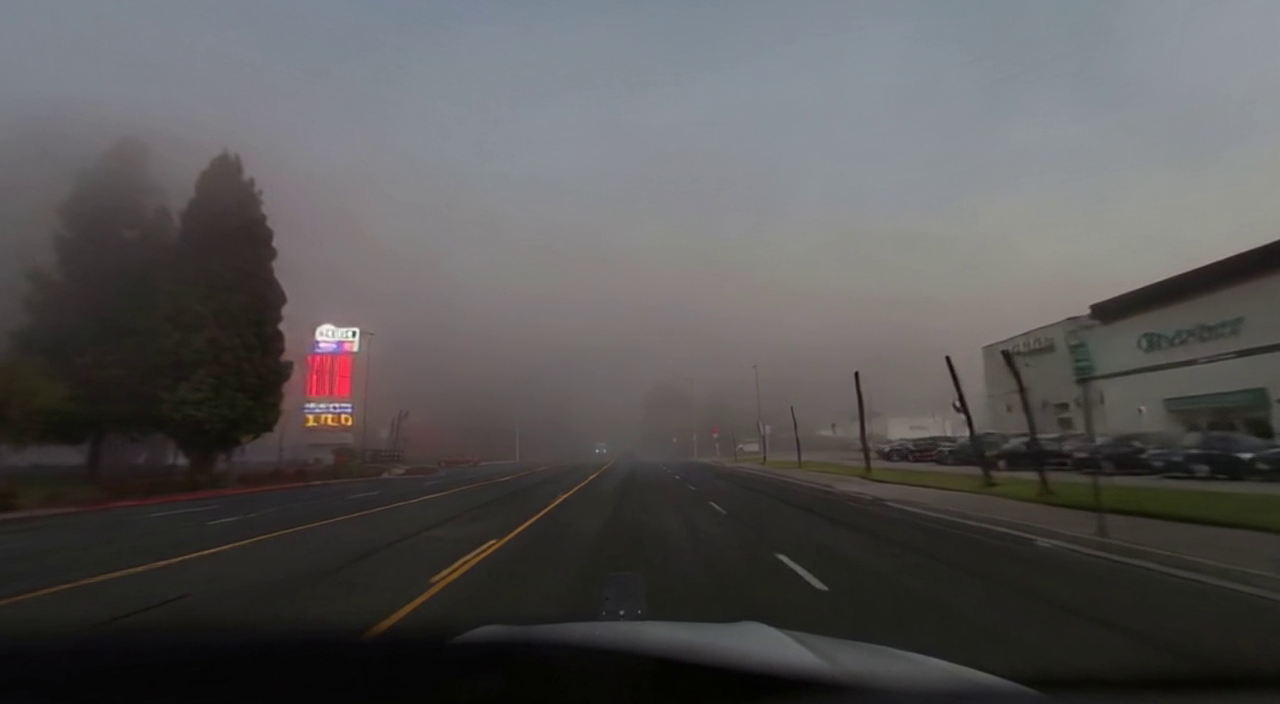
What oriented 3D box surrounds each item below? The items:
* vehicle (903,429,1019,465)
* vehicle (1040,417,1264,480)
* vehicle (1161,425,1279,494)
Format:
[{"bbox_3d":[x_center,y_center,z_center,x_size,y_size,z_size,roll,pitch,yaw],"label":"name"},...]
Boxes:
[{"bbox_3d":[16.060,4.773,31.823,4.656,1.748,2.059,0,-8,1],"label":"vehicle"},{"bbox_3d":[15.863,3.030,19.881,4.894,1.824,2.309,-1,-8,3],"label":"vehicle"},{"bbox_3d":[15.971,2.588,15.358,4.544,1.541,2.292,0,-8,1],"label":"vehicle"}]
